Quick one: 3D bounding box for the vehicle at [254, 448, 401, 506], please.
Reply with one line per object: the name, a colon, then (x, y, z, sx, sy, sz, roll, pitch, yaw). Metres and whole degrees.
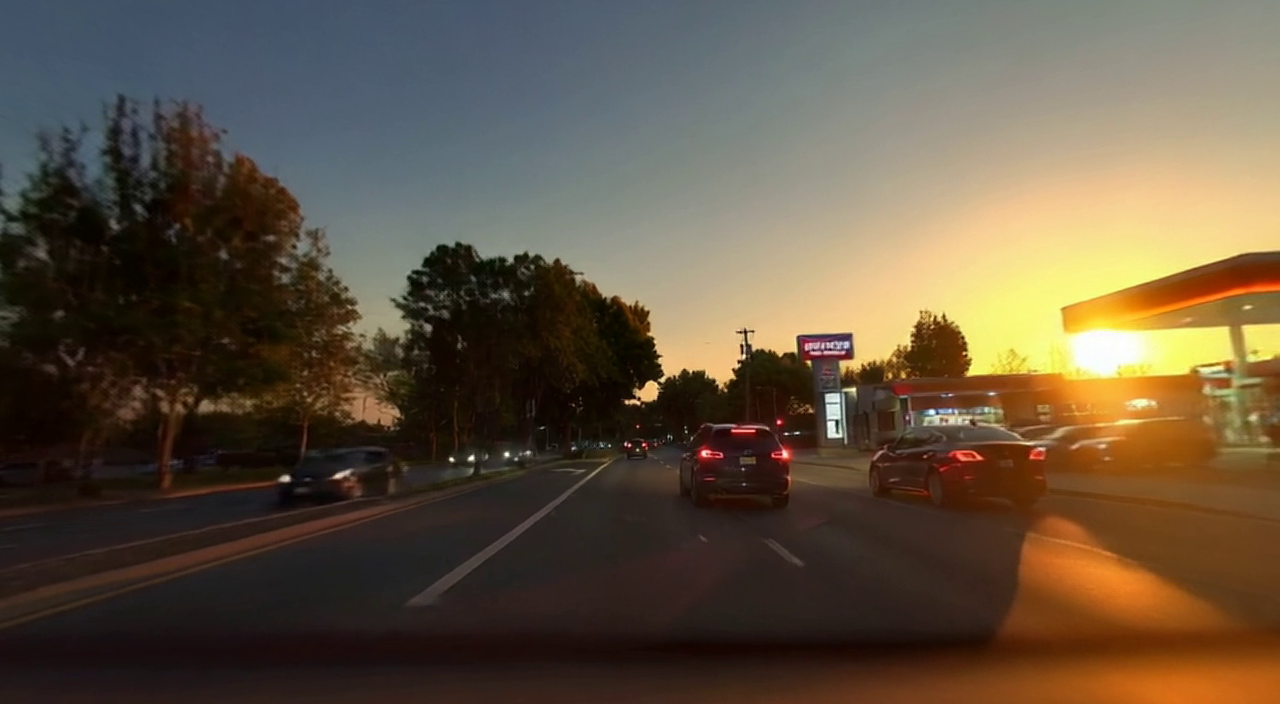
vehicle: (-9.085, 3.630, 18.930, 1.978, 1.470, 4.711, 0, -8, 0)

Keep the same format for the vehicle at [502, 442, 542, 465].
vehicle: (-8.988, 7.745, 48.447, 2.044, 1.695, 4.503, 0, -8, 2)

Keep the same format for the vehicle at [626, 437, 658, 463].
vehicle: (0.111, 6.837, 44.255, 2.101, 1.707, 3.904, 0, -8, -1)

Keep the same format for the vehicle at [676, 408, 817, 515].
vehicle: (2.086, 2.337, 13.969, 2.038, 1.917, 4.900, 0, -8, -3)

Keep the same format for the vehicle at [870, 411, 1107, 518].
vehicle: (6.660, 2.210, 12.884, 2.025, 1.765, 4.729, 0, -8, -1)

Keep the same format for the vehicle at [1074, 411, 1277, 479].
vehicle: (17.591, 3.126, 21.253, 2.125, 1.875, 5.224, -3, -8, -1)

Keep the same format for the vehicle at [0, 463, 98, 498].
vehicle: (-29.053, 6.131, 30.236, 4.435, 1.507, 1.926, 0, -8, 1)

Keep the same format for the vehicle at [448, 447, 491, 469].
vehicle: (-12.348, 7.675, 46.013, 1.868, 1.496, 4.390, 0, -8, 0)
